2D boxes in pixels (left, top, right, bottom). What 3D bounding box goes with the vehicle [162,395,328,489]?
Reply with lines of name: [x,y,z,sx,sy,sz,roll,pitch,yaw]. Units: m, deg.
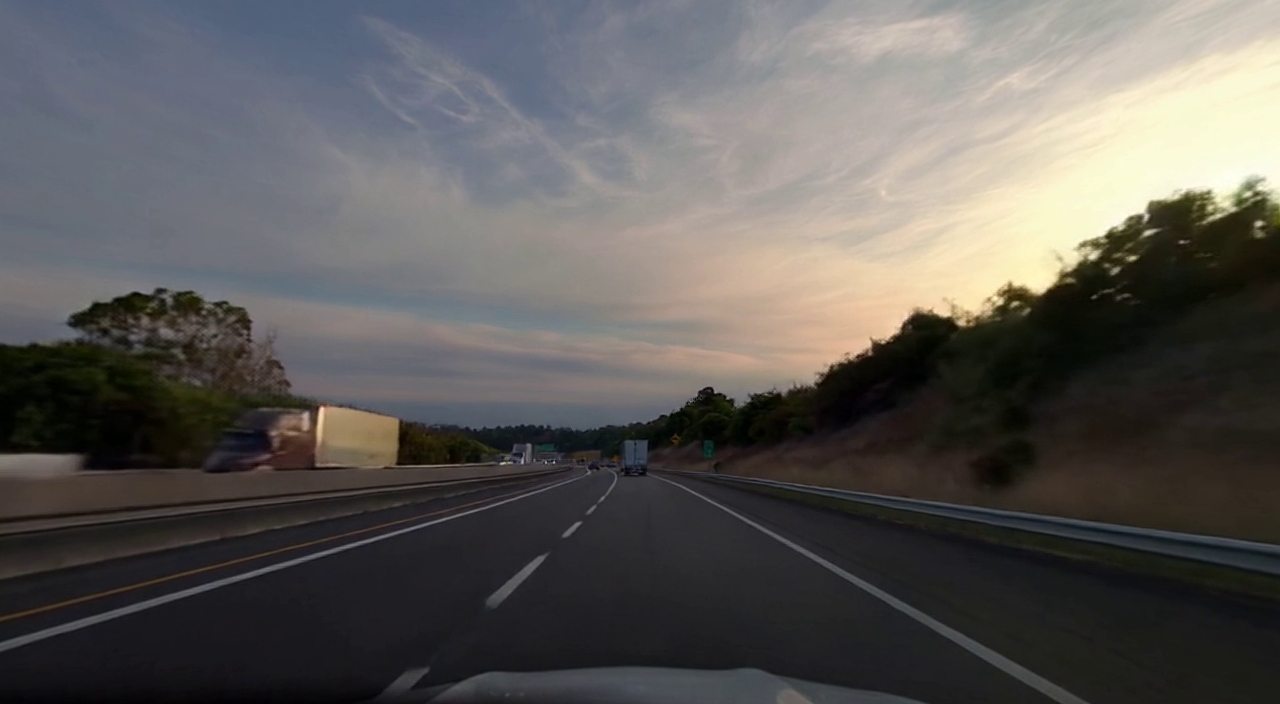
vehicle: [-16.606,3.983,27.146,3.088,3.528,5.922,1,-11,0]
